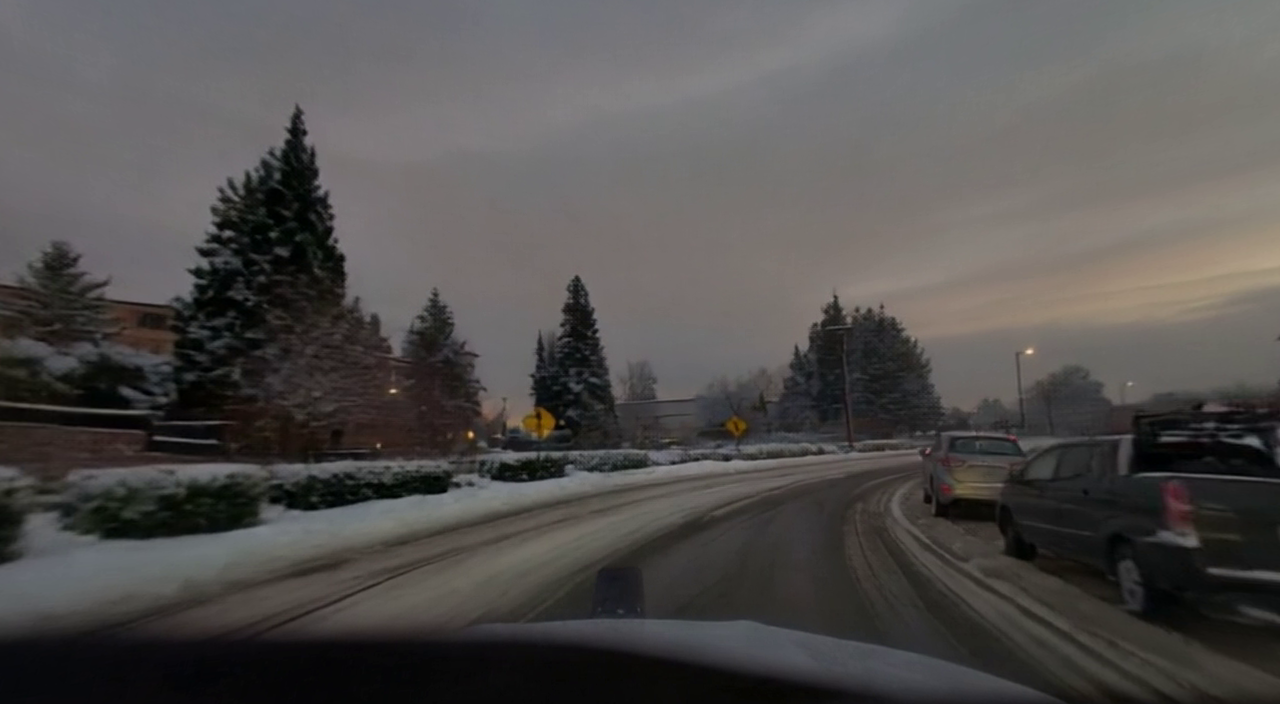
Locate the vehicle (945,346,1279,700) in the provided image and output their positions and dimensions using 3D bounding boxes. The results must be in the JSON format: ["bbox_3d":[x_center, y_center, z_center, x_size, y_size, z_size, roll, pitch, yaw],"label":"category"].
[{"bbox_3d":[4.538,1.190,5.456,2.269,1.841,4.569,-2,-9,11],"label":"vehicle"}]
